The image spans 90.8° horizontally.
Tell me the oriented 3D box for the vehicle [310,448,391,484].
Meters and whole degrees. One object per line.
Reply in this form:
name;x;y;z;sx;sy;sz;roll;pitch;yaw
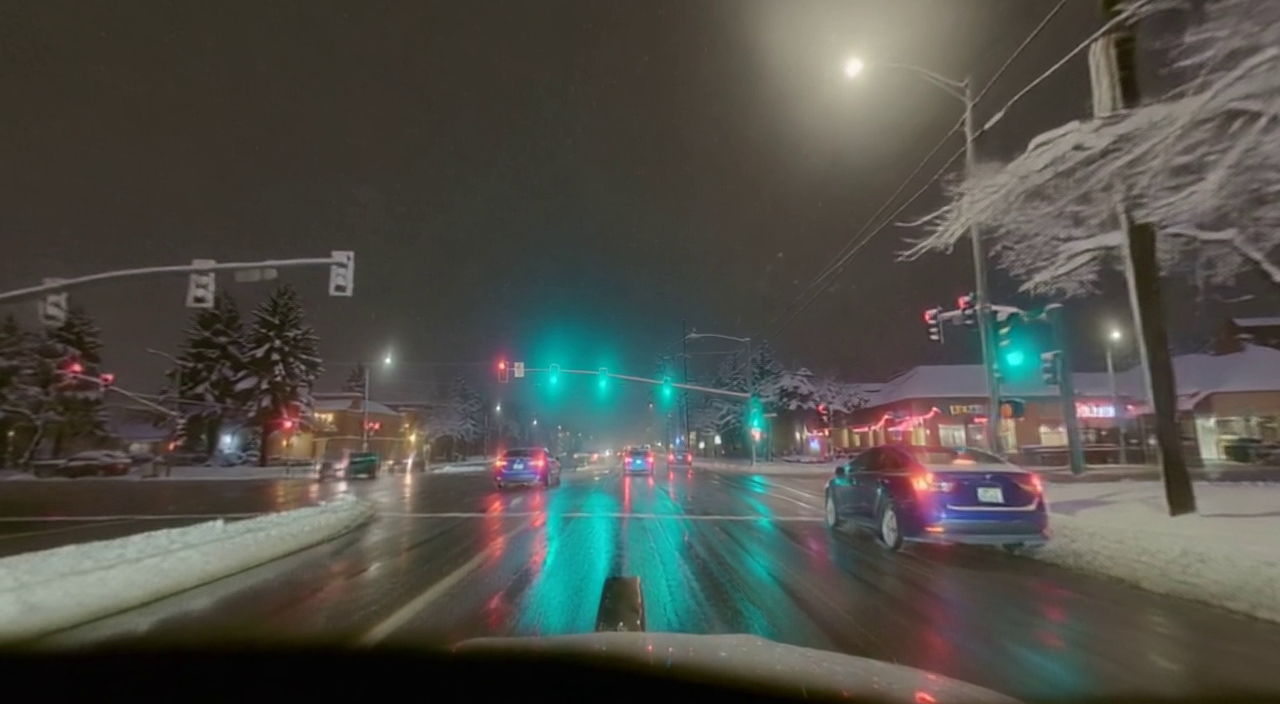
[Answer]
vehicle;-14.172;5.561;31.192;1.987;1.641;4.185;0;-8;0

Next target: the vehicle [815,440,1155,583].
vehicle;4.340;2.051;9.181;2.119;1.479;4.910;0;-8;-1

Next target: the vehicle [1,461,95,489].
vehicle;-37.172;7.705;39.746;3.931;1.653;2.134;-1;-9;7

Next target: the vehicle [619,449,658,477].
vehicle;-0.124;6.204;35.583;2.072;1.473;4.139;0;-8;-1

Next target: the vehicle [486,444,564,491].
vehicle;-4.189;4.281;23.775;2.035;1.564;4.702;0;-8;0
